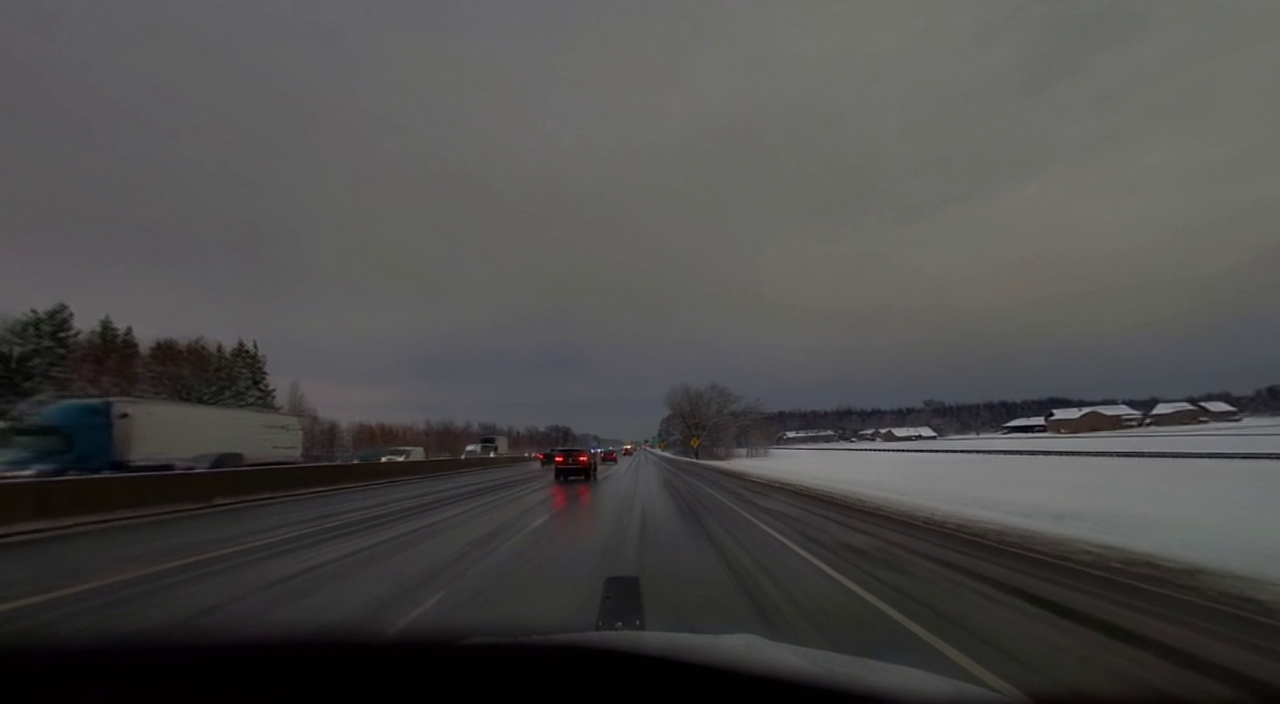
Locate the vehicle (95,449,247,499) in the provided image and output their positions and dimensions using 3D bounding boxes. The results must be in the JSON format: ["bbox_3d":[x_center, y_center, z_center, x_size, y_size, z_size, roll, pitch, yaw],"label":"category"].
[{"bbox_3d":[-15.610,4.034,21.332,1.904,1.501,4.158,0,-9,0],"label":"vehicle"}]

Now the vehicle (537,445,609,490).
[{"bbox_3d":[-2.384,4.250,23.582,2.110,1.500,4.259,-1,-9,2],"label":"vehicle"}]

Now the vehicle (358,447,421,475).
[{"bbox_3d":[-15.460,6.745,39.255,1.996,1.562,4.705,0,-9,0],"label":"vehicle"}]

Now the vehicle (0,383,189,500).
[{"bbox_3d":[-22.924,3.734,26.164,3.289,4.194,6.586,0,-9,0],"label":"vehicle"}]

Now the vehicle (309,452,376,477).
[{"bbox_3d":[-19.195,7.243,40.930,2.277,1.479,4.248,0,-9,0],"label":"vehicle"}]
